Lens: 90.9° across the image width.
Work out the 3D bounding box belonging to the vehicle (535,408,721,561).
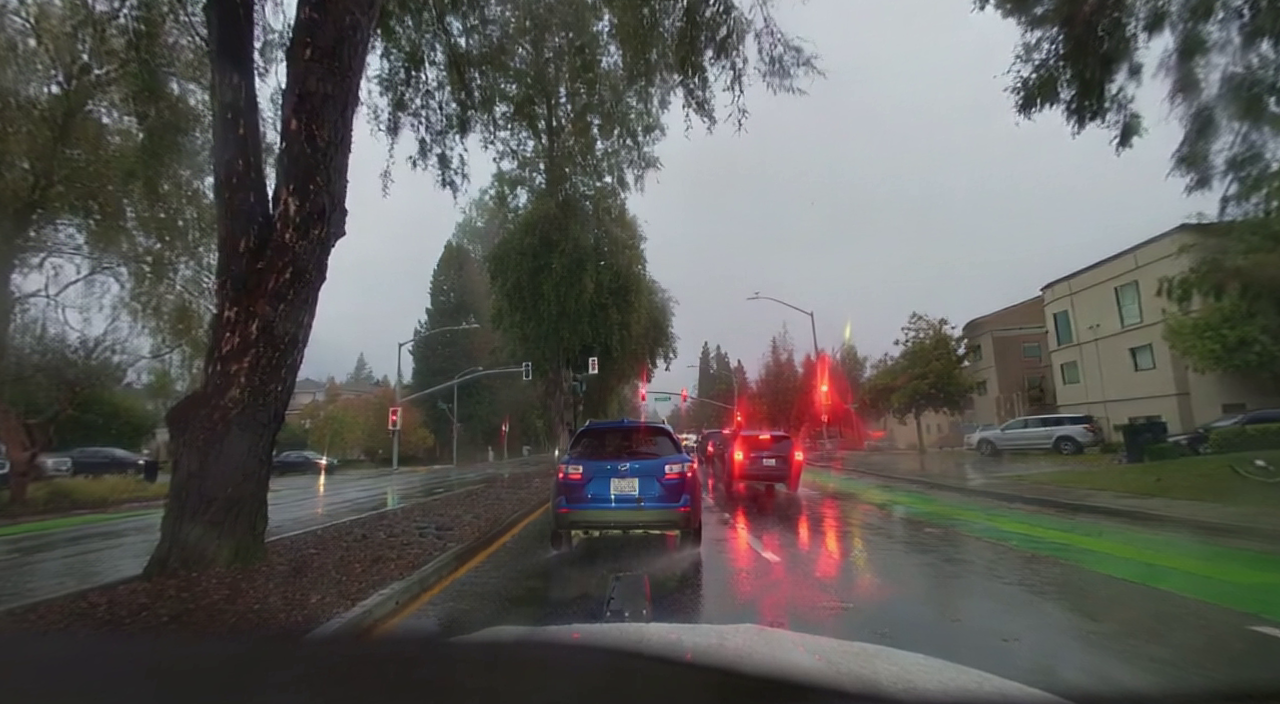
[{"bbox_3d":[-0.126,1.806,9.231,2.109,1.730,3.963,0,-8,0],"label":"vehicle"}]

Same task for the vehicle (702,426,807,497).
[{"bbox_3d":[3.161,3.149,18.469,2.189,1.815,4.495,0,-8,-1],"label":"vehicle"}]
